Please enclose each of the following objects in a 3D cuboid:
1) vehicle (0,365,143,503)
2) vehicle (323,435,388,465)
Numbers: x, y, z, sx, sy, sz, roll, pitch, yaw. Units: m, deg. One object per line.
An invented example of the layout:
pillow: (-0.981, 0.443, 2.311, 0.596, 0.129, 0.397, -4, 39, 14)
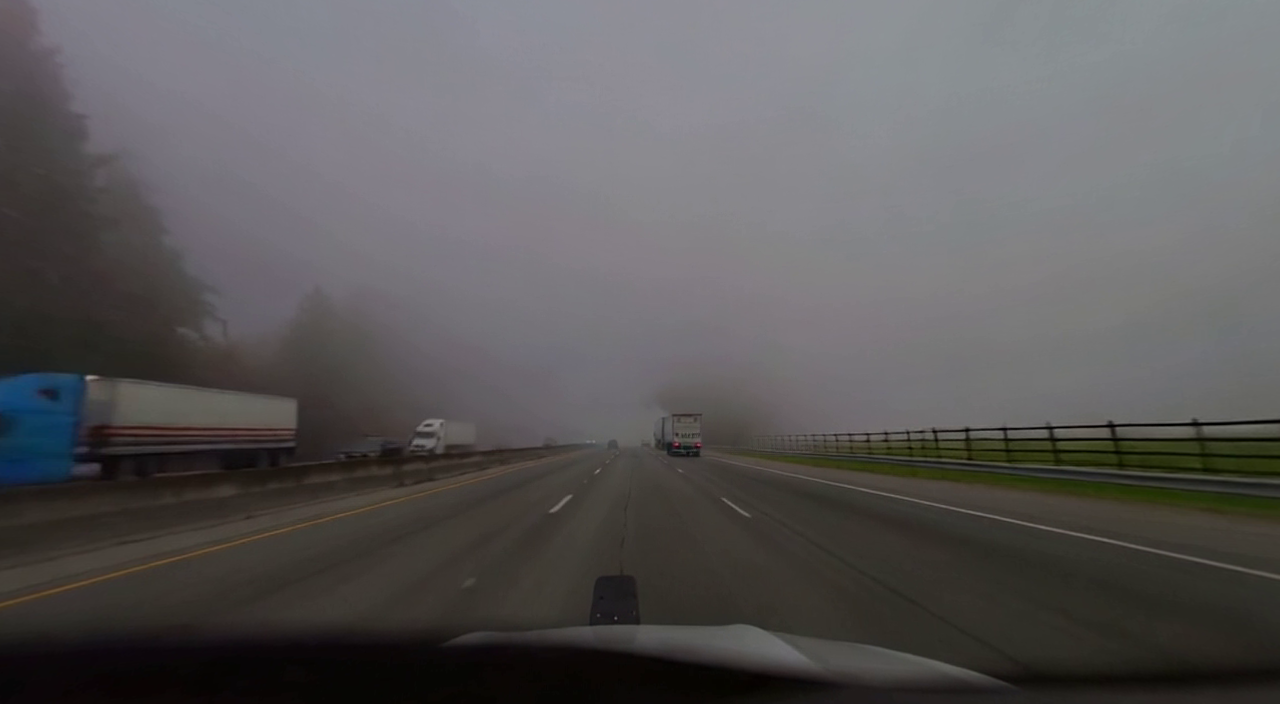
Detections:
vehicle: (-20.106, 2.717, 20.470, 2.983, 3.974, 5.851, 0, -8, -1)
vehicle: (-16.485, 5.691, 36.722, 1.892, 1.575, 4.179, -1, -8, -1)
